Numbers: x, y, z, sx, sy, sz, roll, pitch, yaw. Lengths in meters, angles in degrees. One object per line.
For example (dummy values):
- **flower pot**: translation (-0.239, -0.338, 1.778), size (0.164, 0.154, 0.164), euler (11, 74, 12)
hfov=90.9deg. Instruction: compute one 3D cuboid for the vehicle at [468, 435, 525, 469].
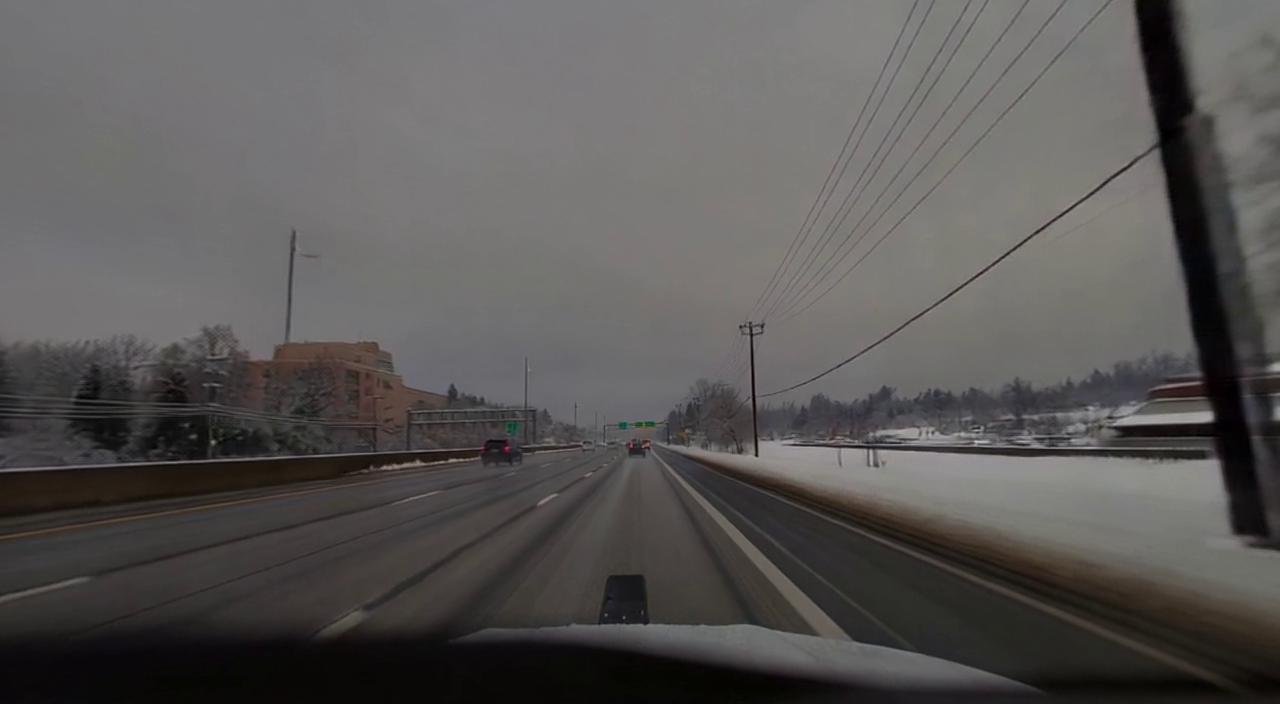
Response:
- **vehicle**: translation (-7.237, 5.093, 32.196), size (1.946, 1.590, 4.042), euler (0, -8, 1)
